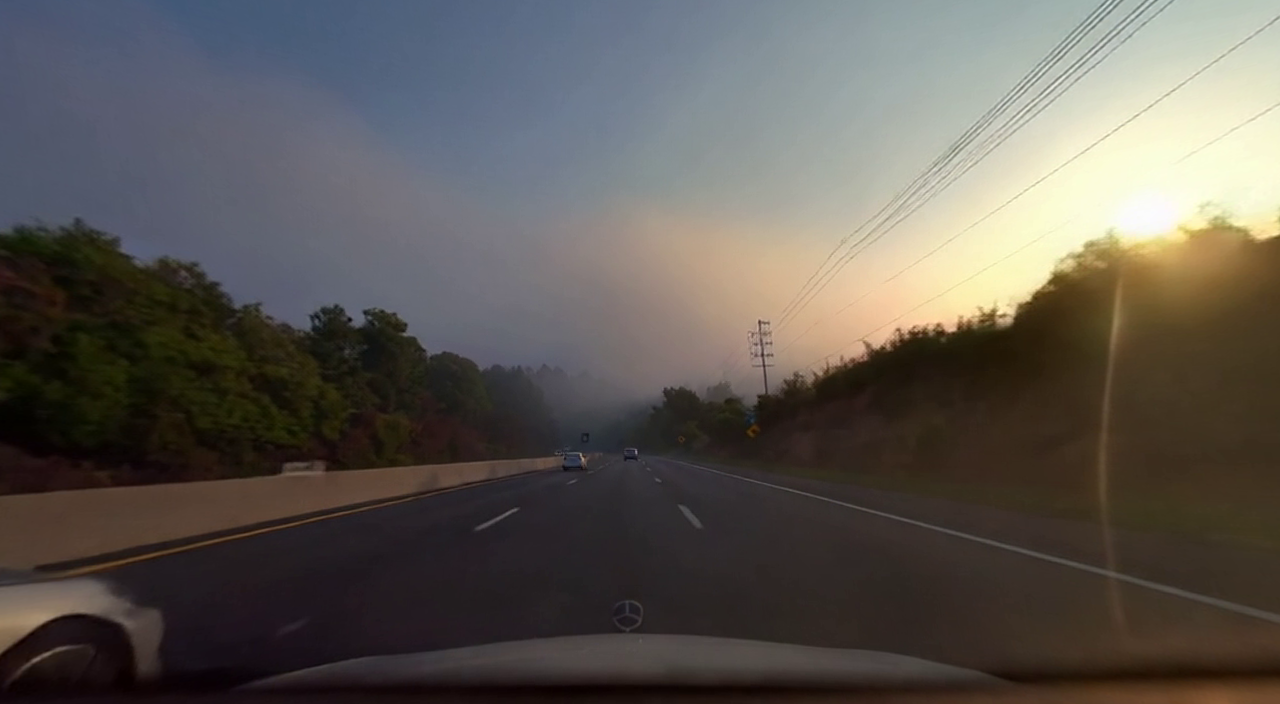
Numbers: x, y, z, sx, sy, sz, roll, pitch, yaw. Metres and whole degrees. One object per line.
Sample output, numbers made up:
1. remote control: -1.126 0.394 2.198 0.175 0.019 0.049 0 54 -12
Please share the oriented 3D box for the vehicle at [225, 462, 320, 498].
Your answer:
1. vehicle: -17.428 6.060 30.211 1.832 1.481 4.670 0 -9 -2
